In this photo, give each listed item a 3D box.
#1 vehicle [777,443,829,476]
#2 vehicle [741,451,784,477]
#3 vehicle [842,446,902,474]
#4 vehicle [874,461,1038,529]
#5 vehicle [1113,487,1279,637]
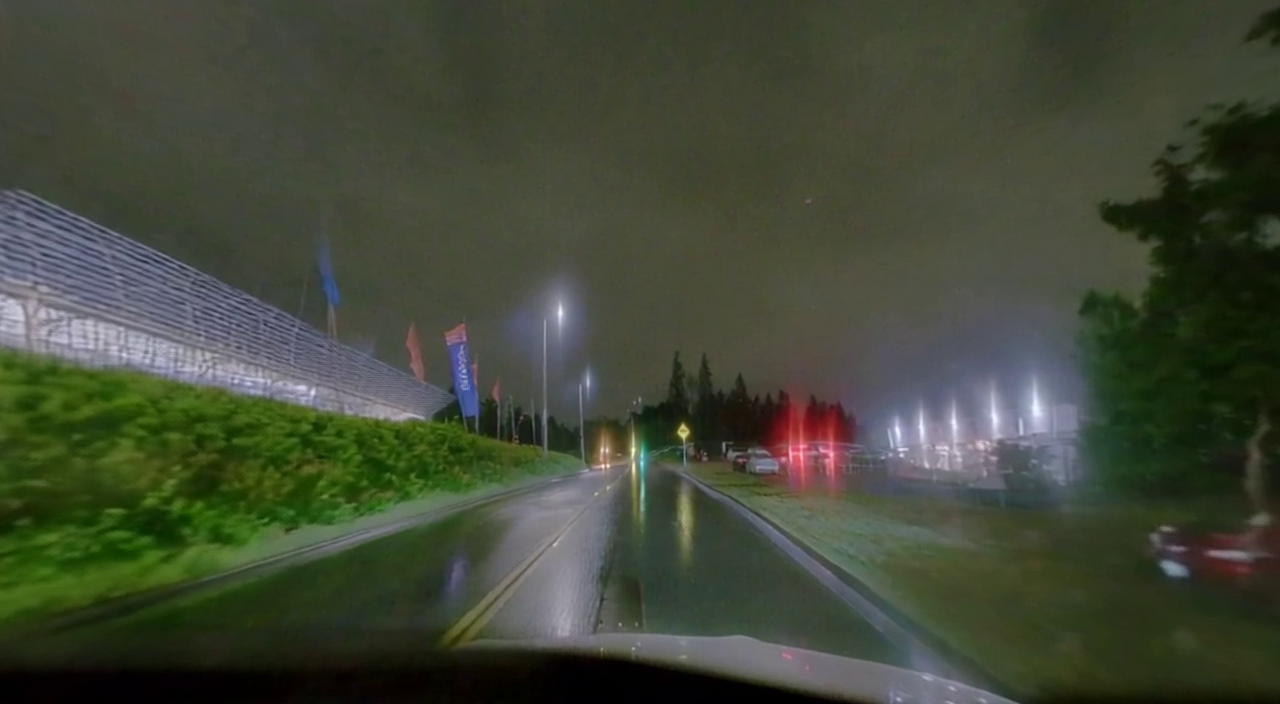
[{"bbox_3d":[10.396,6.883,40.452,2.113,1.945,4.546,-1,-9,1],"label":"vehicle"},{"bbox_3d":[7.735,7.100,39.992,1.909,1.496,4.079,0,-9,0],"label":"vehicle"},{"bbox_3d":[14.711,6.844,40.121,1.947,1.657,4.314,0,-9,-4],"label":"vehicle"},{"bbox_3d":[8.109,3.657,16.574,1.981,1.471,3.636,1,-9,-10],"label":"vehicle"},{"bbox_3d":[8.322,2.383,7.518,3.774,1.358,1.792,-2,-8,2],"label":"vehicle"}]
